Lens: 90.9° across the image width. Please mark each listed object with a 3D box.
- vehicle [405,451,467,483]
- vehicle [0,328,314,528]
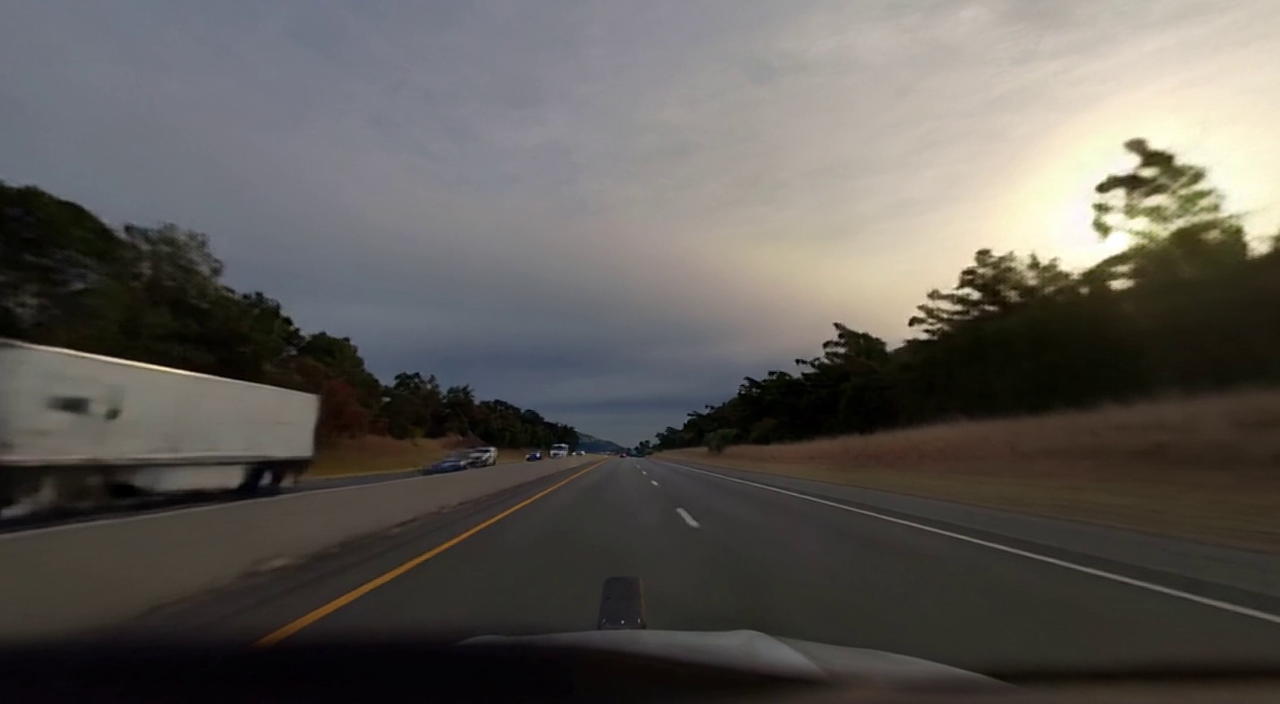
[{"bbox_3d":[-10.179,5.746,31.796,1.795,1.436,4.346,0,-9,-1],"label":"vehicle"},{"bbox_3d":[-14.735,2.421,18.419,3.084,4.035,14.326,0,-9,-1],"label":"vehicle"}]
